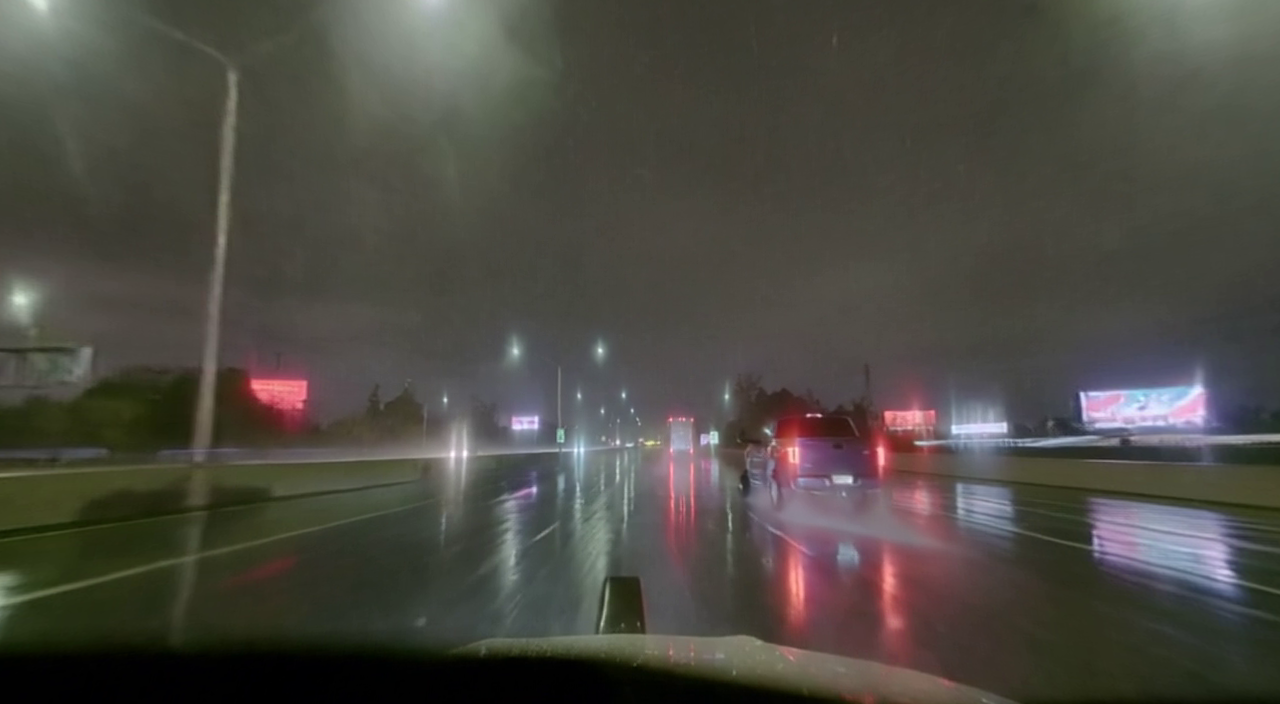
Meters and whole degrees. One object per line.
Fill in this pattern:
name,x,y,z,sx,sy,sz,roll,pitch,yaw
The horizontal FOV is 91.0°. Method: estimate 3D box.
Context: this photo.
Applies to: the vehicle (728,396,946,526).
vehicle,3.733,2.305,13.743,2.740,2.157,6.300,0,-9,0
